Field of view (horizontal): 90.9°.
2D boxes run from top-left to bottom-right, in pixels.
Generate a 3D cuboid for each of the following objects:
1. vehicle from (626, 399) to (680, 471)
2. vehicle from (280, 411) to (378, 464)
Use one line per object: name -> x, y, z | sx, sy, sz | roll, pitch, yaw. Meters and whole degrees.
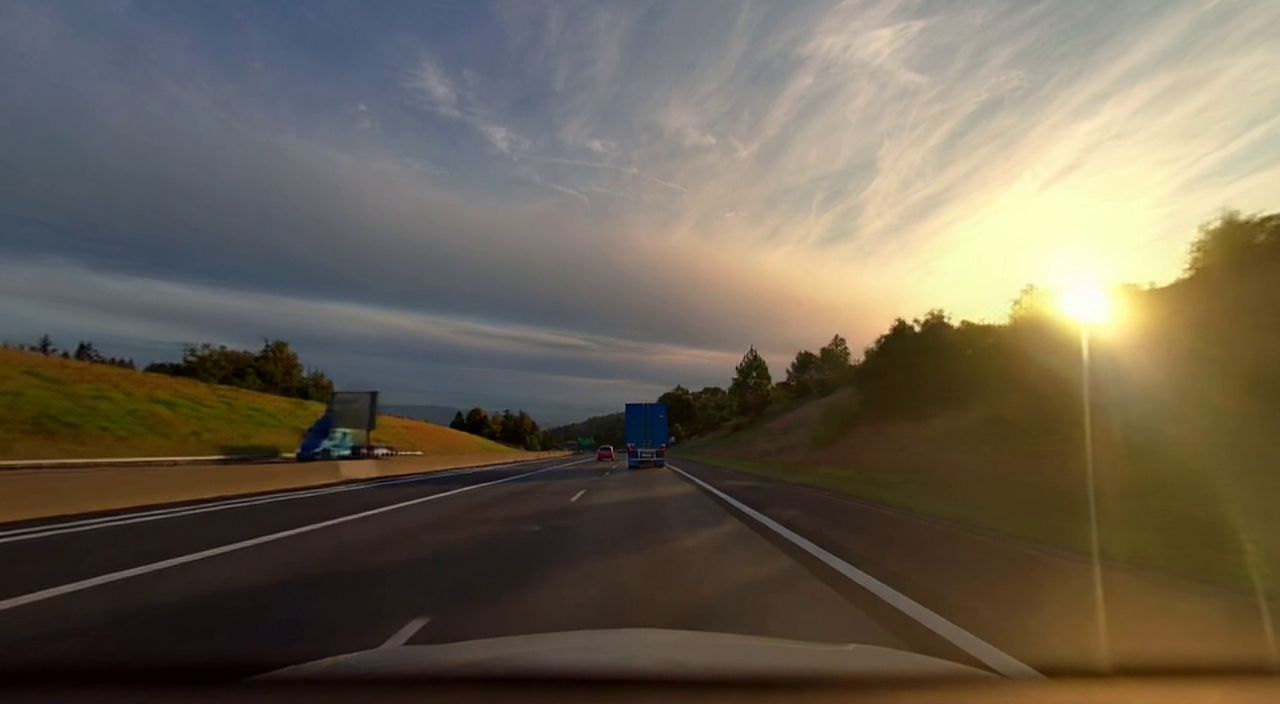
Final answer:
vehicle -> 0.601, 5.528, 40.843 | 3.055, 4.009, 10.972 | 0, -9, -1
vehicle -> -22.832, 6.440, 46.958 | 2.922, 3.559, 8.696 | 0, -9, -1
